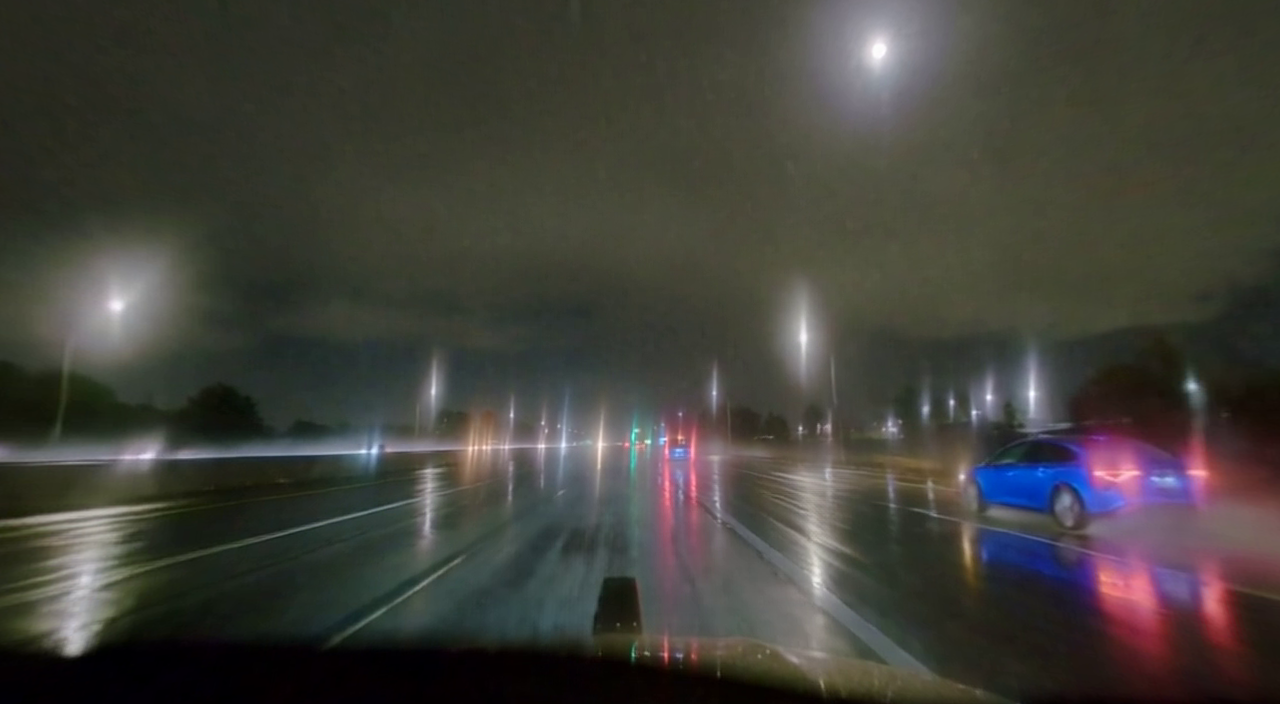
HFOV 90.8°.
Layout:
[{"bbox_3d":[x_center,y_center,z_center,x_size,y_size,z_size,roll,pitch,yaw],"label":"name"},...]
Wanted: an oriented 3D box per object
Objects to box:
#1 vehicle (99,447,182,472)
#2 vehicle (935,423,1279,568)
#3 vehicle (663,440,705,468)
[{"bbox_3d":[-36.464,7.832,46.304,2.247,1.650,4.739,0,-8,0],"label":"vehicle"},{"bbox_3d":[6.720,1.900,9.313,2.227,1.522,5.041,0,-8,-1],"label":"vehicle"},{"bbox_3d":[2.639,6.254,38.963,2.270,1.615,3.770,0,-8,-1],"label":"vehicle"}]
